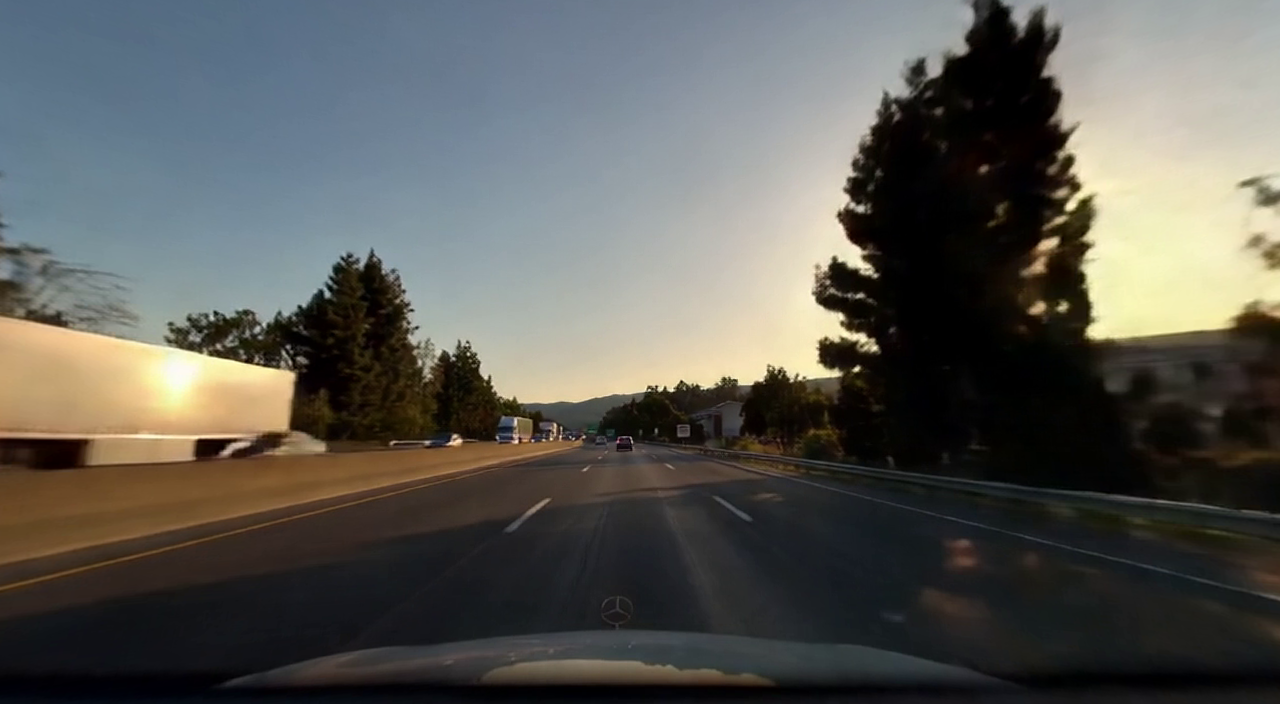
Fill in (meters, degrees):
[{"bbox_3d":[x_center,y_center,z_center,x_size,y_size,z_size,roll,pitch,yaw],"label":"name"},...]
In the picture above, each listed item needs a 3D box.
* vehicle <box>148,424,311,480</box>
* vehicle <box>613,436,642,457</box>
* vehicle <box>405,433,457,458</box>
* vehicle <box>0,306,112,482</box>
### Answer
[{"bbox_3d":[-12.089,2.973,18.979,1.926,1.472,4.509,0,-8,-1],"label":"vehicle"},{"bbox_3d":[-0.982,7.255,48.339,2.099,1.504,3.843,0,-8,-2],"label":"vehicle"},{"bbox_3d":[-13.161,5.913,39.941,1.861,1.472,4.466,0,-8,-1],"label":"vehicle"},{"bbox_3d":[-16.730,0.981,14.753,3.058,4.142,6.328,0,-8,-1],"label":"vehicle"}]
